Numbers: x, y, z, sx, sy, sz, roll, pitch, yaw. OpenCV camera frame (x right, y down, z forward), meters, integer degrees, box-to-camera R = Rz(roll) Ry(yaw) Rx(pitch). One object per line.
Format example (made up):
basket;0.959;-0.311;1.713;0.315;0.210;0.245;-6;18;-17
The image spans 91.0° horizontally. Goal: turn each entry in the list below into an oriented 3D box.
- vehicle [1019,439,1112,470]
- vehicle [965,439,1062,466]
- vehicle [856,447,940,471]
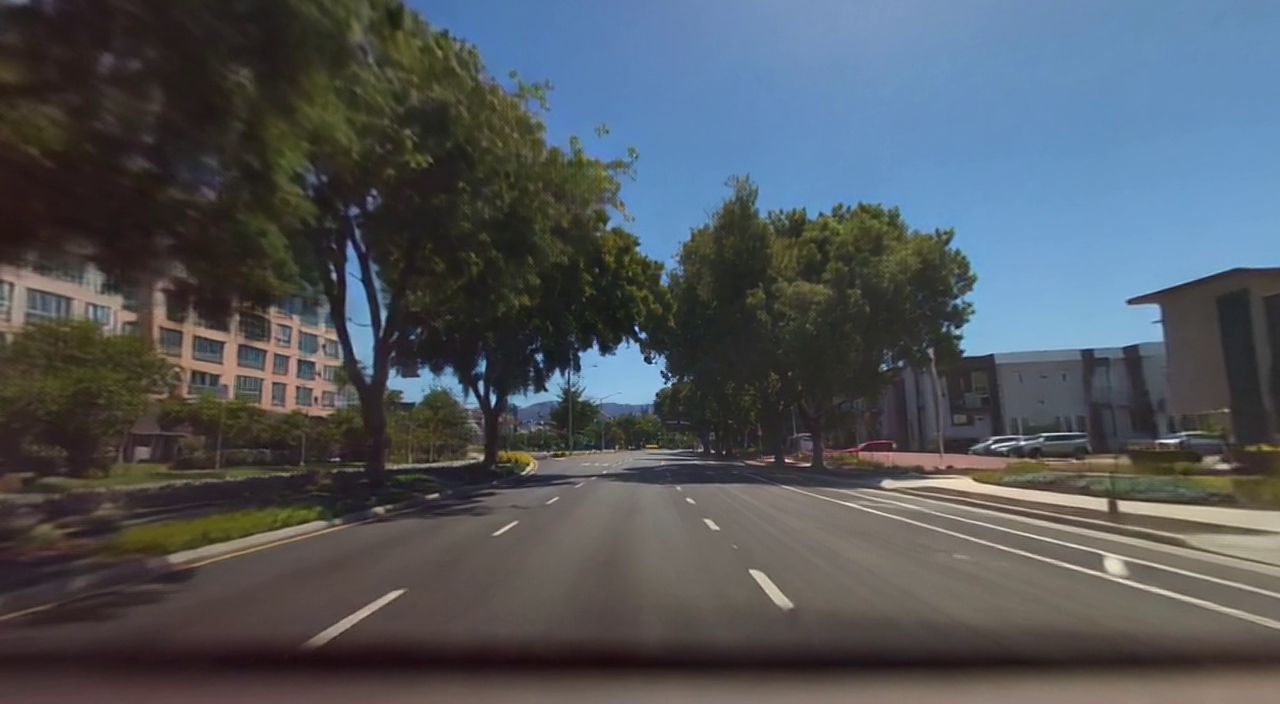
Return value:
vehicle;28.033;6.759;41.524;4.627;1.659;1.882;-4;-7;2
vehicle;27.555;7.435;46.587;5.663;1.895;2.229;-1;-8;4
vehicle;15.886;6.606;38.948;4.331;1.469;2.008;-1;-9;3
